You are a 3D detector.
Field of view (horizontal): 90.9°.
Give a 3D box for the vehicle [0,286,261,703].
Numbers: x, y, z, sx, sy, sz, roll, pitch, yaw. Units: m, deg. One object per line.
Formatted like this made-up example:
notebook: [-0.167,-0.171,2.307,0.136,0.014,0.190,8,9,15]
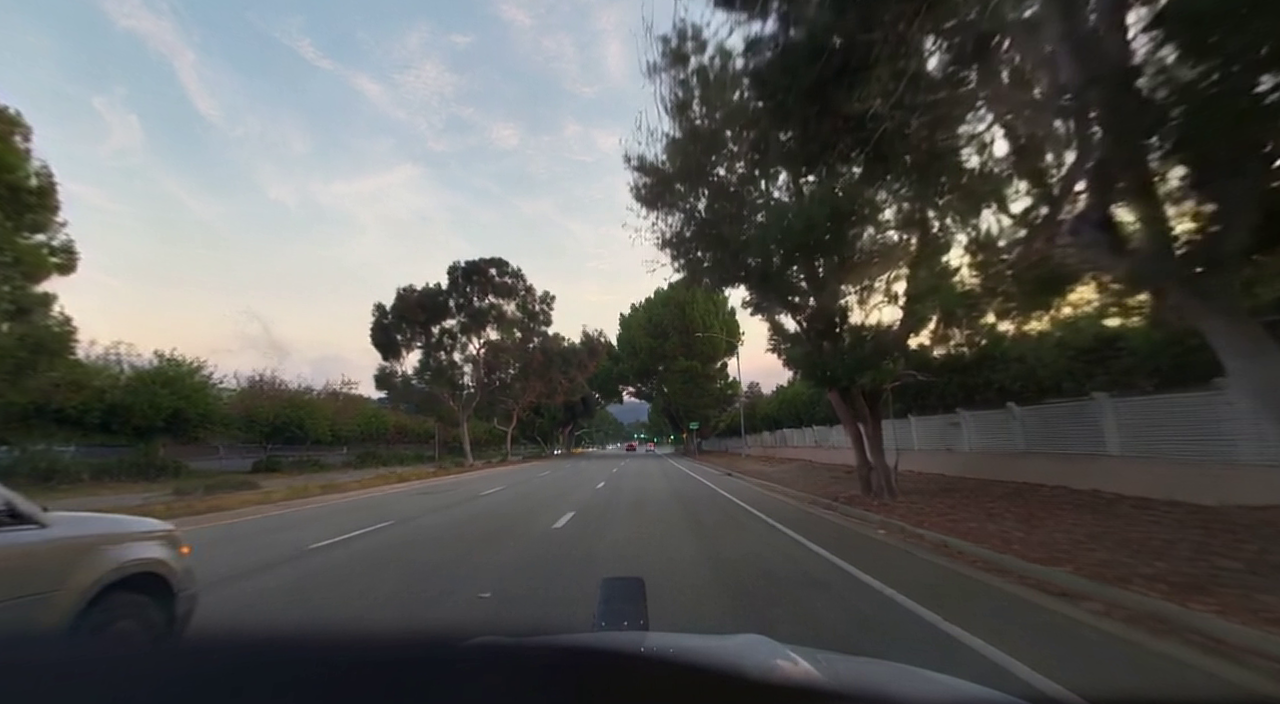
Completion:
vehicle: [-3.246,0.572,1.127,2.160,1.855,4.695,0,-8,0]
